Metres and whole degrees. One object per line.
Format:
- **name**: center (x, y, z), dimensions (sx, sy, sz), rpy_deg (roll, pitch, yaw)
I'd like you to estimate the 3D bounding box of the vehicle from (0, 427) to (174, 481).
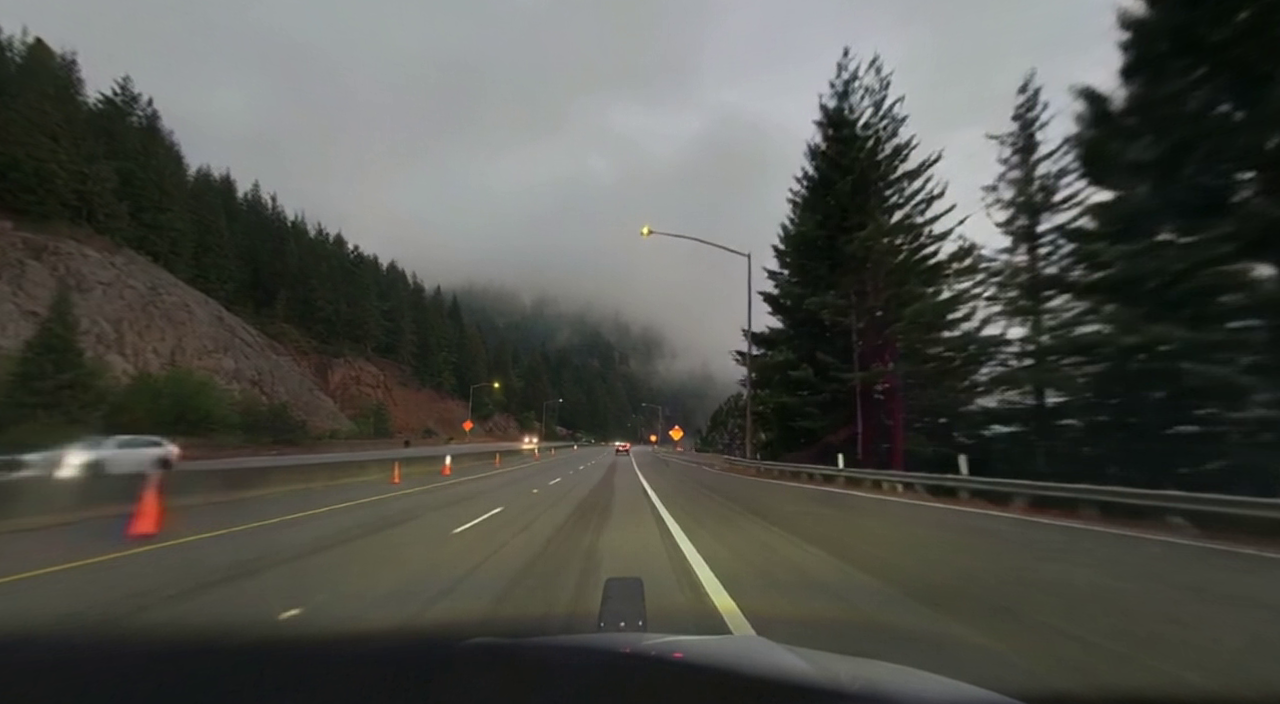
- **vehicle**: center (-19.145, 3.543, 22.125), dimensions (1.952, 1.661, 4.651), rpy_deg (-1, -9, 0)
